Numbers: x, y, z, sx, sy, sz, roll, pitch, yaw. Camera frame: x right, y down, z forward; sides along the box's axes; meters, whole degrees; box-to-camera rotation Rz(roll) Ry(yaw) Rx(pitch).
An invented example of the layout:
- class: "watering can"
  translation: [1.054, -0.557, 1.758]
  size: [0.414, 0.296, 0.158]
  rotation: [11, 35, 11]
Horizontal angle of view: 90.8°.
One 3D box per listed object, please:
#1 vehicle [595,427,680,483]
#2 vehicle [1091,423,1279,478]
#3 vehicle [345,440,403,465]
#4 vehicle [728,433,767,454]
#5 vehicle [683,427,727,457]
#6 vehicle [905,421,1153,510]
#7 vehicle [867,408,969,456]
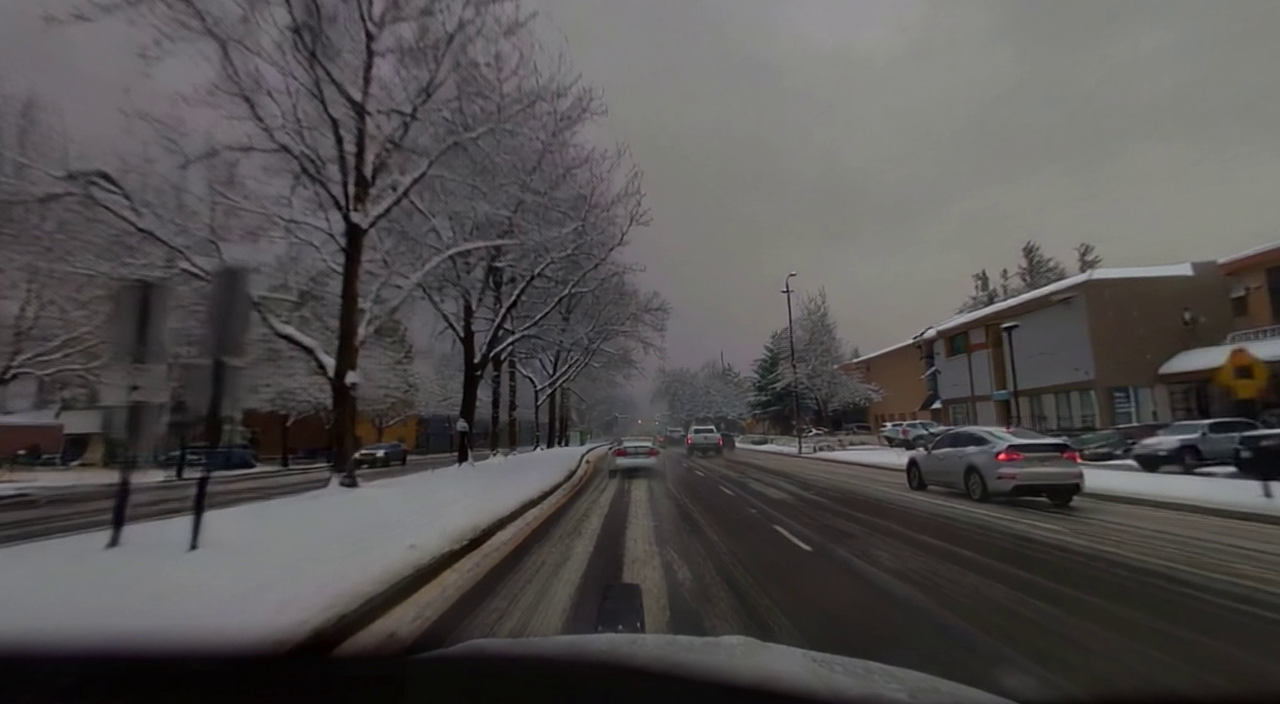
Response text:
- class: "vehicle"
  translation: [-0.094, 3.070, 19.173]
  size: [2.289, 1.471, 4.477]
  rotation: [0, -8, -1]
- class: "vehicle"
  translation: [20.893, 3.708, 24.103]
  size: [2.430, 1.809, 6.424]
  rotation: [0, -8, -2]
- class: "vehicle"
  translation: [-20.168, 7.602, 48.085]
  size: [2.277, 1.777, 4.993]
  rotation: [0, -8, -1]
- class: "vehicle"
  translation: [7.765, 6.626, 46.020]
  size: [2.061, 1.460, 3.948]
  rotation: [0, -8, -1]
- class: "vehicle"
  translation: [3.911, 5.546, 38.941]
  size: [2.188, 1.760, 4.297]
  rotation: [0, -8, -1]
- class: "vehicle"
  translation: [7.538, 2.239, 13.006]
  size: [2.111, 1.493, 4.639]
  rotation: [0, -8, -1]
- class: "vehicle"
  translation: [20.171, 5.939, 46.566]
  size: [3.364, 3.145, 8.387]
  rotation: [0, -8, -3]
